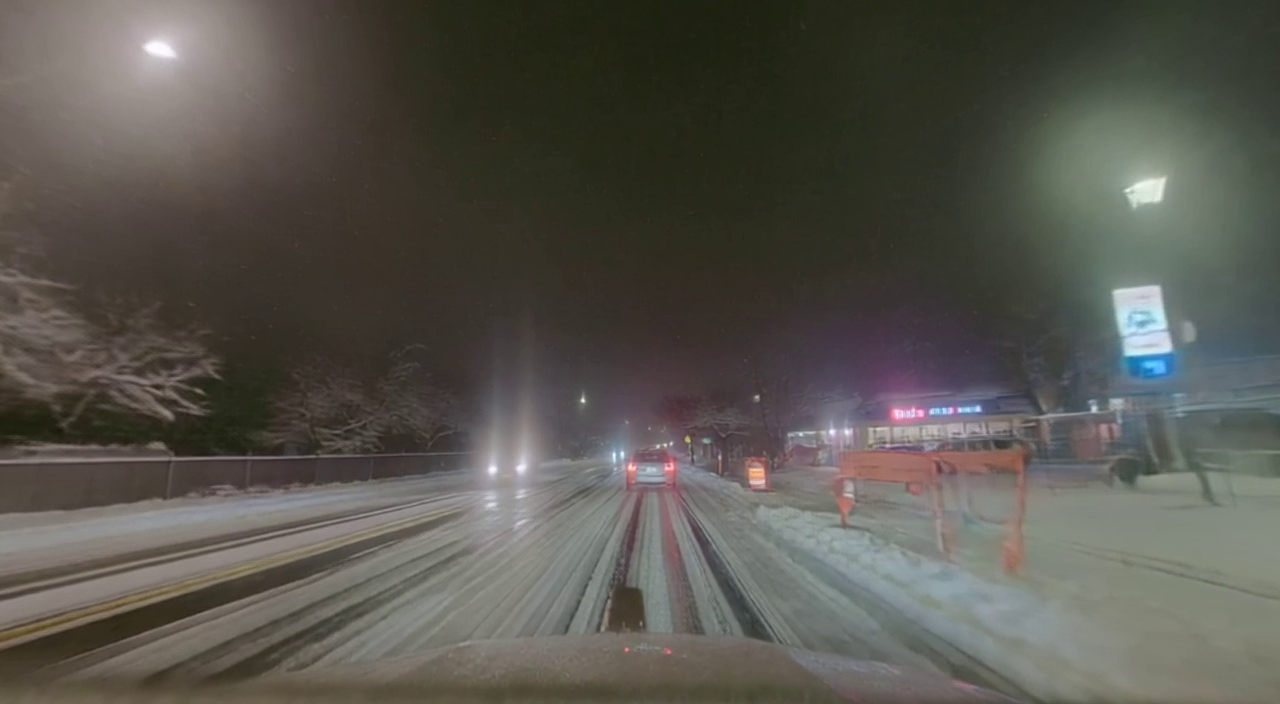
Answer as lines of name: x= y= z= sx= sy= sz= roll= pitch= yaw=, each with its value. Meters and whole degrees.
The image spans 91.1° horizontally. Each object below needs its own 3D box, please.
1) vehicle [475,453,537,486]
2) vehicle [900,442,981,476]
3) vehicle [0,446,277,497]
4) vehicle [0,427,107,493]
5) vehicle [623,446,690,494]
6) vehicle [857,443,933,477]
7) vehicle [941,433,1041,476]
vehicle: x=-6.589 y=5.815 z=31.343 sx=2.034 sy=1.499 sz=4.236 roll=0 pitch=-9 yaw=2
vehicle: x=14.419 y=5.149 z=30.409 sx=1.897 sy=1.511 sz=4.250 roll=0 pitch=-9 yaw=2
vehicle: x=-27.518 y=6.663 z=36.331 sx=2.951 sy=2.274 sz=15.187 roll=-1 pitch=-9 yaw=5
vehicle: x=-31.636 y=5.426 z=31.804 sx=2.945 sy=3.103 sz=6.716 roll=-1 pitch=-8 yaw=5
vehicle: x=0.519 y=4.075 z=22.057 sx=2.144 sy=1.514 sz=4.063 roll=0 pitch=-9 yaw=0
vehicle: x=12.120 y=5.161 z=30.208 sx=1.970 sy=1.501 sz=4.514 roll=-1 pitch=-9 yaw=3
vehicle: x=16.390 y=4.800 z=29.629 sx=2.101 sy=1.825 sz=4.700 roll=0 pitch=-9 yaw=2
